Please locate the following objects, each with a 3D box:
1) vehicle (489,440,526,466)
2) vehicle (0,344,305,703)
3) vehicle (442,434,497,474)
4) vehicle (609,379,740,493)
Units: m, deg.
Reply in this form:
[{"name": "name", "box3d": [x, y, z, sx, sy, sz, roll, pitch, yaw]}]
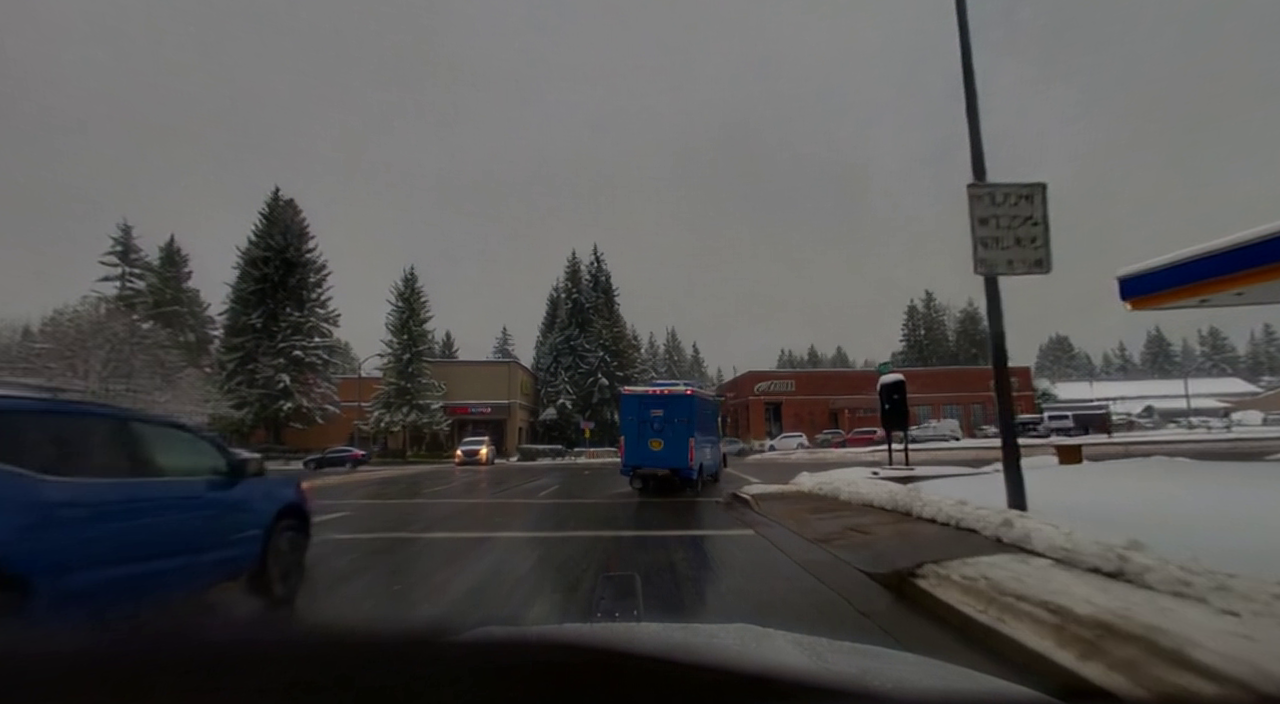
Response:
[{"name": "vehicle", "box3d": [-9.266, 7.076, 44.625, 1.961, 1.709, 5.052, 1, -8, -5]}, {"name": "vehicle", "box3d": [-4.031, 0.895, 3.277, 2.102, 1.744, 4.630, 0, -8, -1]}, {"name": "vehicle", "box3d": [-7.791, 4.674, 29.285, 1.997, 1.679, 4.263, 1, -8, -9]}, {"name": "vehicle", "box3d": [1.317, 2.641, 19.745, 2.463, 2.954, 5.938, -3, -9, 19]}]
